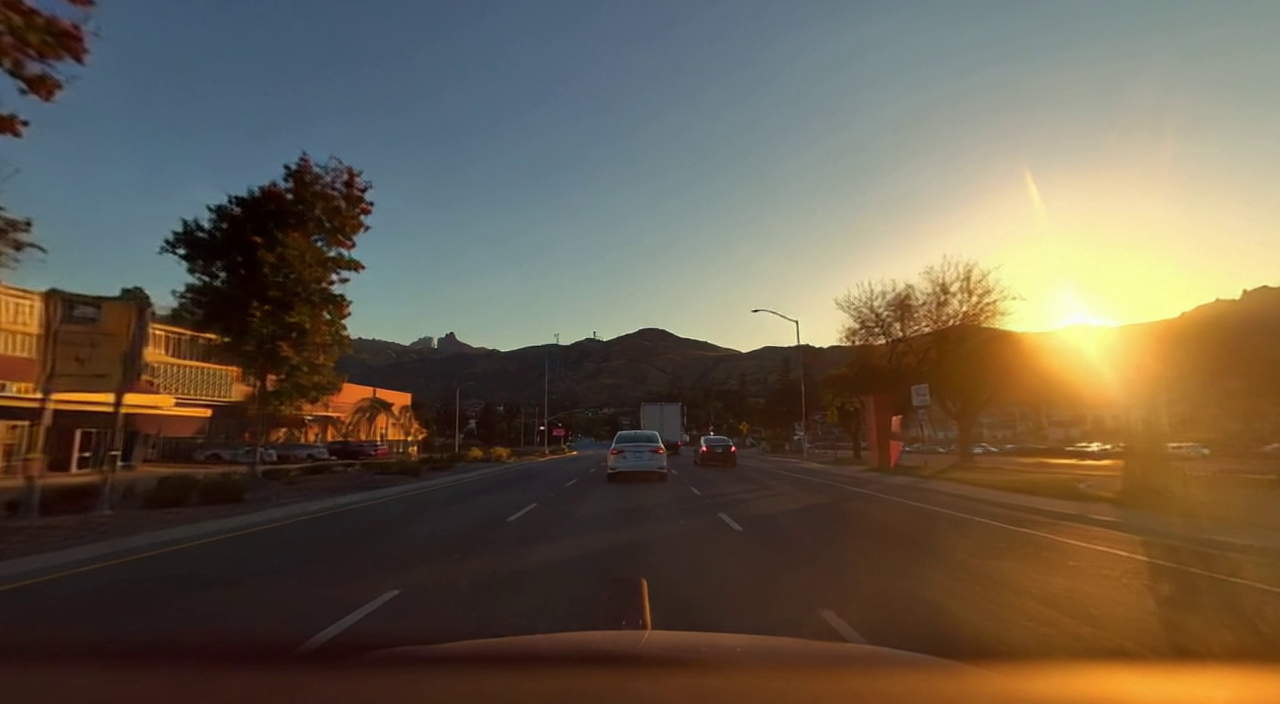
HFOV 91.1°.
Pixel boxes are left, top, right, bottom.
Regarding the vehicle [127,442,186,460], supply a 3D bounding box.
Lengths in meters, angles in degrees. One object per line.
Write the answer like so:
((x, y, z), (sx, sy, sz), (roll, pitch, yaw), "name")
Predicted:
((-36.497, 7.491, 47.476), (3.245, 1.338, 1.536), (4, -9, -27), "vehicle")

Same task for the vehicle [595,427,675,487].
((-0.162, 3.190, 19.373), (2.193, 1.651, 3.946), (0, -8, -1), "vehicle")

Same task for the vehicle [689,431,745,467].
((3.663, 4.725, 30.702), (2.088, 1.655, 4.360), (0, -8, -1), "vehicle")
